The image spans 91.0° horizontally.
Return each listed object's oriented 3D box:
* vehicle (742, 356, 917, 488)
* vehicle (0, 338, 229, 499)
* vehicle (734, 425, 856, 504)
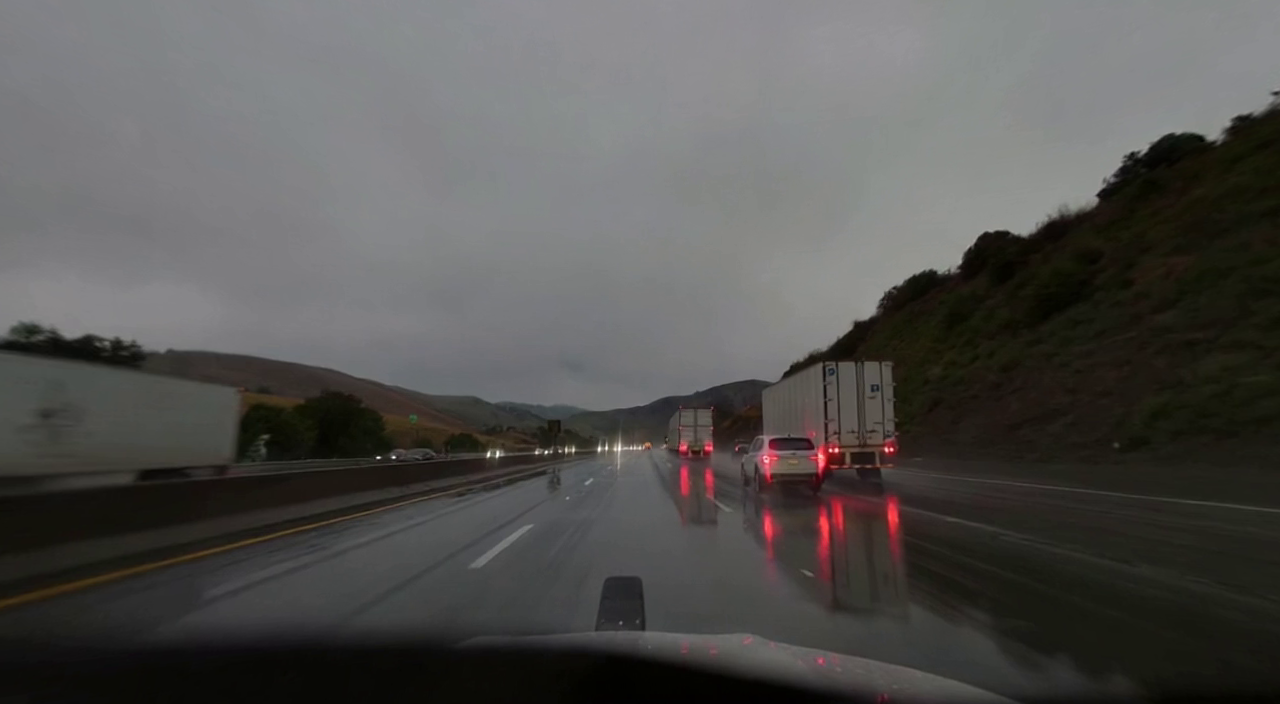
[{"bbox_3d":[7.323,3.415,28.143,2.947,4.199,16.175,0,-9,1],"label":"vehicle"},{"bbox_3d":[-16.917,1.886,17.079,2.841,3.835,12.769,0,-9,0],"label":"vehicle"},{"bbox_3d":[3.796,2.852,16.308,2.055,1.737,4.224,0,-9,0],"label":"vehicle"}]
